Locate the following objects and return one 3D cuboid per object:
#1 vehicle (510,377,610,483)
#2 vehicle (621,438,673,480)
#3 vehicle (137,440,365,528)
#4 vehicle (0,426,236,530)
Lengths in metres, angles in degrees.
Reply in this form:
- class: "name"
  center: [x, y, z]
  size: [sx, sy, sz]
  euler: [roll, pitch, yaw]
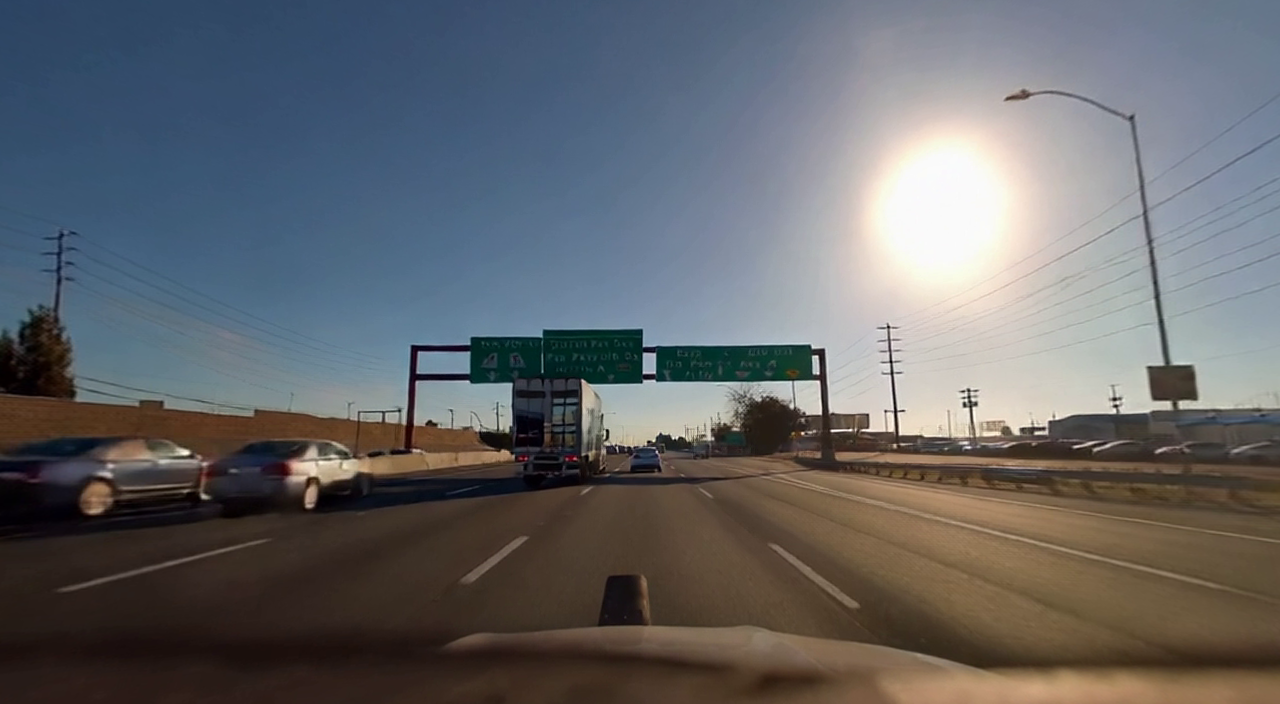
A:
- class: "vehicle"
  center: [-3.630, 4.349, 33.878]
  size: [2.888, 4.308, 16.259]
  euler: [0, -8, 1]
- class: "vehicle"
  center: [0.325, 5.034, 30.047]
  size: [2.279, 1.837, 4.747]
  euler: [0, -8, 0]
- class: "vehicle"
  center: [-7.538, 2.559, 12.836]
  size: [1.945, 1.482, 4.109]
  euler: [0, -8, 1]
- class: "vehicle"
  center: [-10.534, 2.405, 12.606]
  size: [1.997, 1.692, 4.294]
  euler: [0, -8, 0]
